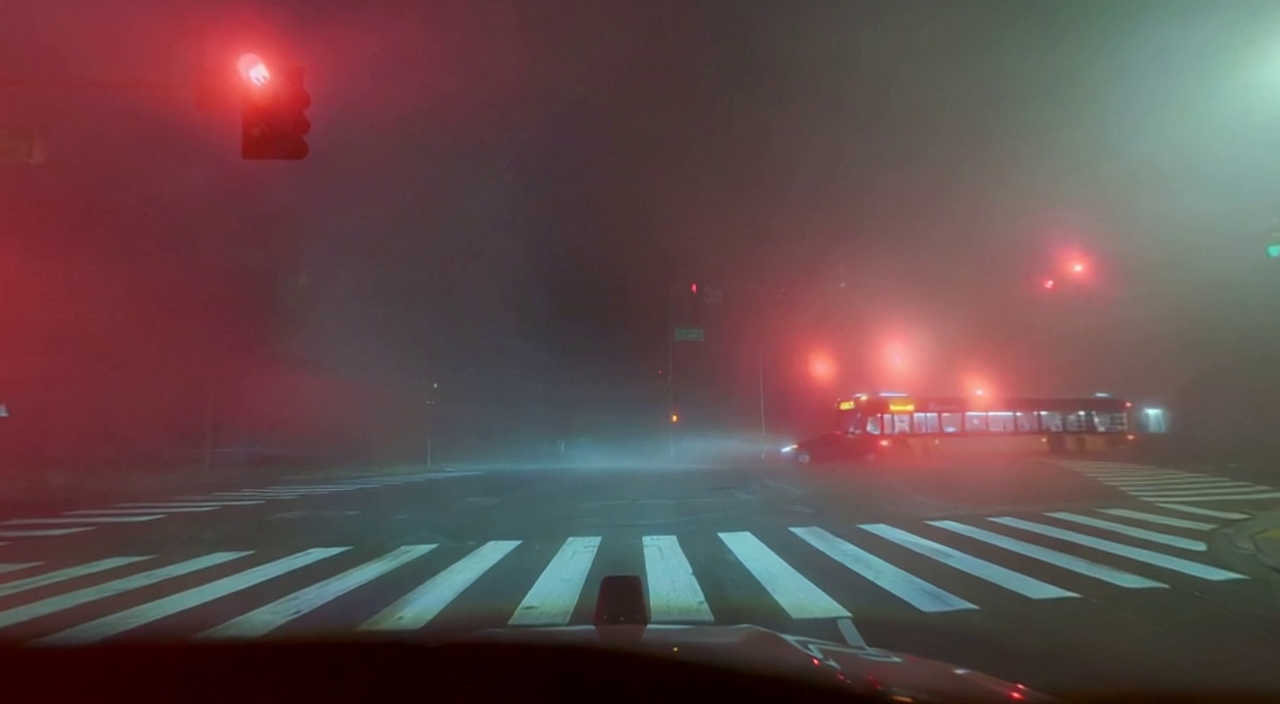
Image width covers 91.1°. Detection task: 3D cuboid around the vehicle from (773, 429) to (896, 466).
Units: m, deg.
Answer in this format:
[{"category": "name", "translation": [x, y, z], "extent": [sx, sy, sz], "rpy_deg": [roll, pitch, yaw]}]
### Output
[{"category": "vehicle", "translation": [8.094, 4.007, 26.350], "extent": [4.538, 1.461, 1.805], "rpy_deg": [0, -9, -2]}]

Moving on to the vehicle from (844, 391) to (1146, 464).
[{"category": "vehicle", "translation": [16.901, 3.709, 30.603], "extent": [12.822, 3.296, 3.033], "rpy_deg": [0, -9, -1]}]
